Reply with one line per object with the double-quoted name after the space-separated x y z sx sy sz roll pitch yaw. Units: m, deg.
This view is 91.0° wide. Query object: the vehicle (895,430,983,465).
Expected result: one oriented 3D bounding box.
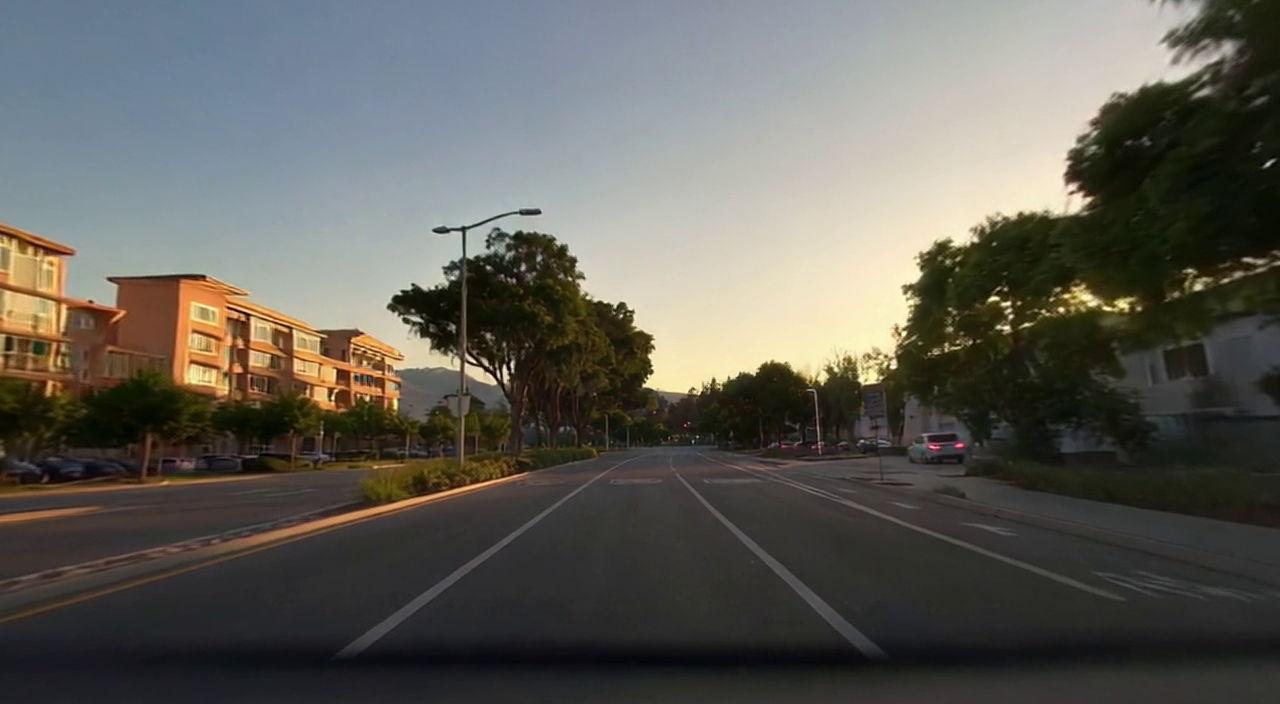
13.818 4.450 29.459 1.879 1.507 4.836 0 -8 2 "vehicle"
